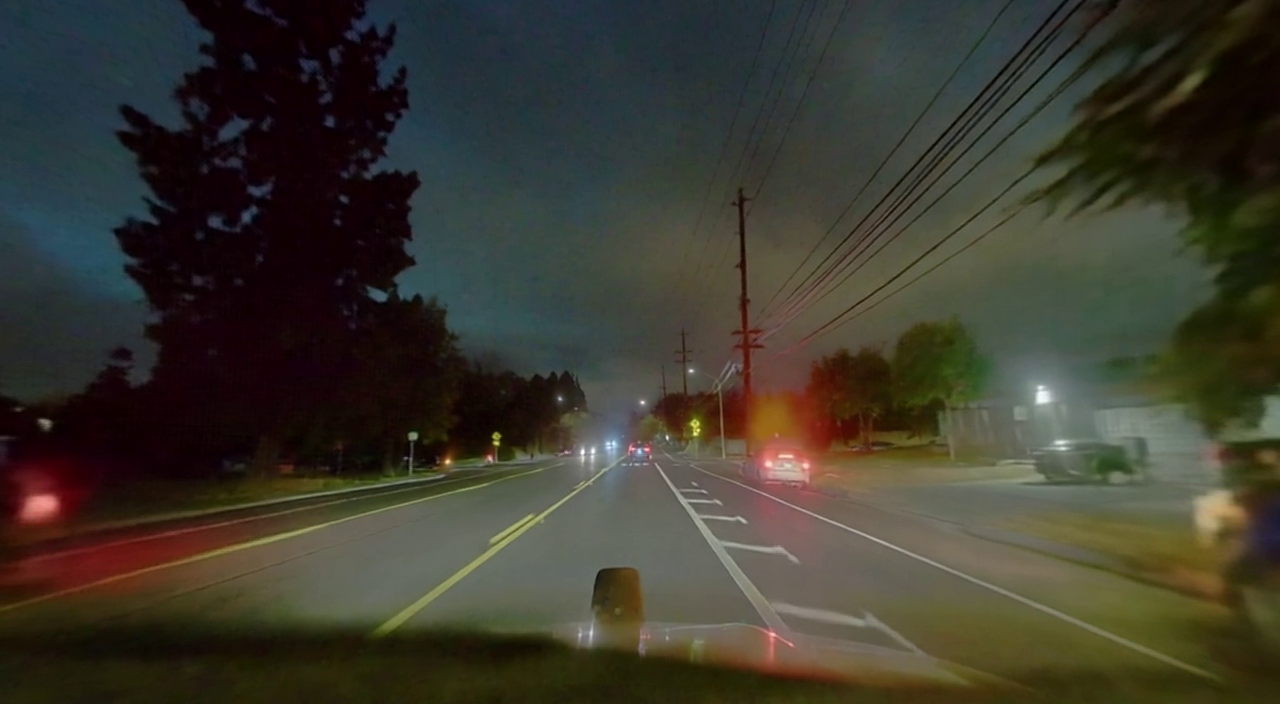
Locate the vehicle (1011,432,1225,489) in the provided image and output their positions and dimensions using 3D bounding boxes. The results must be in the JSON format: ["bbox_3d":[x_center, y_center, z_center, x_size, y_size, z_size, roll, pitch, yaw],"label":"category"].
[{"bbox_3d":[12.859,2.944,17.224,4.301,1.434,1.803,0,-9,1],"label":"vehicle"}]

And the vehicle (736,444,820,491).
[{"bbox_3d":[4.785,4.059,22.635,1.987,1.479,4.562,0,-9,0],"label":"vehicle"}]

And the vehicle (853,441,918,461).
[{"bbox_3d":[19.091,7.741,49.242,4.292,1.489,1.895,0,-9,0],"label":"vehicle"}]
